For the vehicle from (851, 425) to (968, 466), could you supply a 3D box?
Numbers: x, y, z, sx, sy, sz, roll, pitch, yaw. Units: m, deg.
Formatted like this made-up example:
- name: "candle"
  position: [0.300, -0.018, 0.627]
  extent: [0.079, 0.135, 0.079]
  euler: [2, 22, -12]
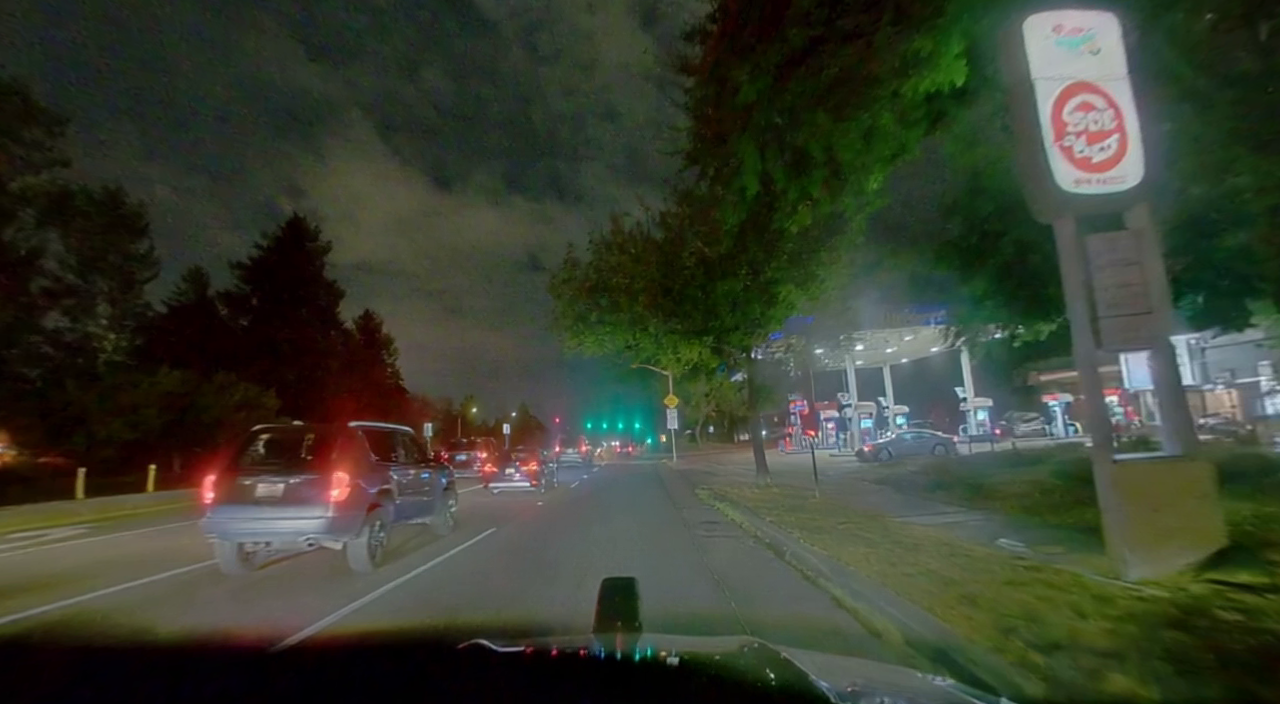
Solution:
- name: "vehicle"
  position: [12.126, 4.224, 28.574]
  extent: [4.385, 1.439, 1.912]
  euler: [-5, -7, 4]

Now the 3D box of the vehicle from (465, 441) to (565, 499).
- name: "vehicle"
  position: [-3.479, 3.362, 18.379]
  extent: [1.888, 1.452, 4.303]
  euler: [-1, -8, 2]

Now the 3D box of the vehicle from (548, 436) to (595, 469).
- name: "vehicle"
  position: [-4.069, 6.051, 38.082]
  extent: [2.306, 1.815, 4.476]
  euler: [0, -8, 1]

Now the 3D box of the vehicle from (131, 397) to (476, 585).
- name: "vehicle"
  position: [-4.054, 1.768, 8.854]
  extent: [2.071, 1.896, 4.782]
  euler: [0, -9, 2]
